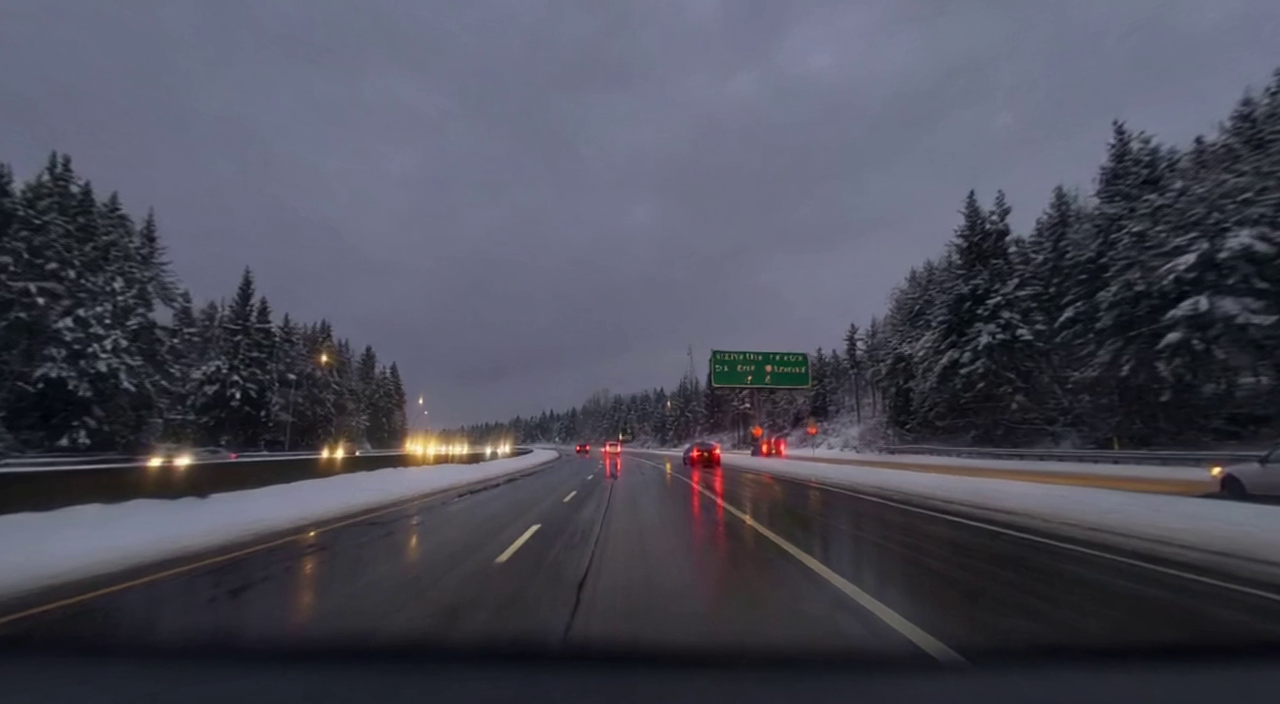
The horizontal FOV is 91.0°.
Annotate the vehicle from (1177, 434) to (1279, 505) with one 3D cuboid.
[{"bbox_3d":[14.397,2.459,13.173,1.899,1.475,4.905,0,-9,-2],"label":"vehicle"}]

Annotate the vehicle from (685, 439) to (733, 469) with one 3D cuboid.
[{"bbox_3d":[3.855,5.767,35.742,1.975,1.562,3.823,1,-9,-5],"label":"vehicle"}]

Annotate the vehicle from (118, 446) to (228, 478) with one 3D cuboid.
[{"bbox_3d":[-24.603,5.786,33.469,2.194,1.555,4.856,0,-9,-1],"label":"vehicle"}]
